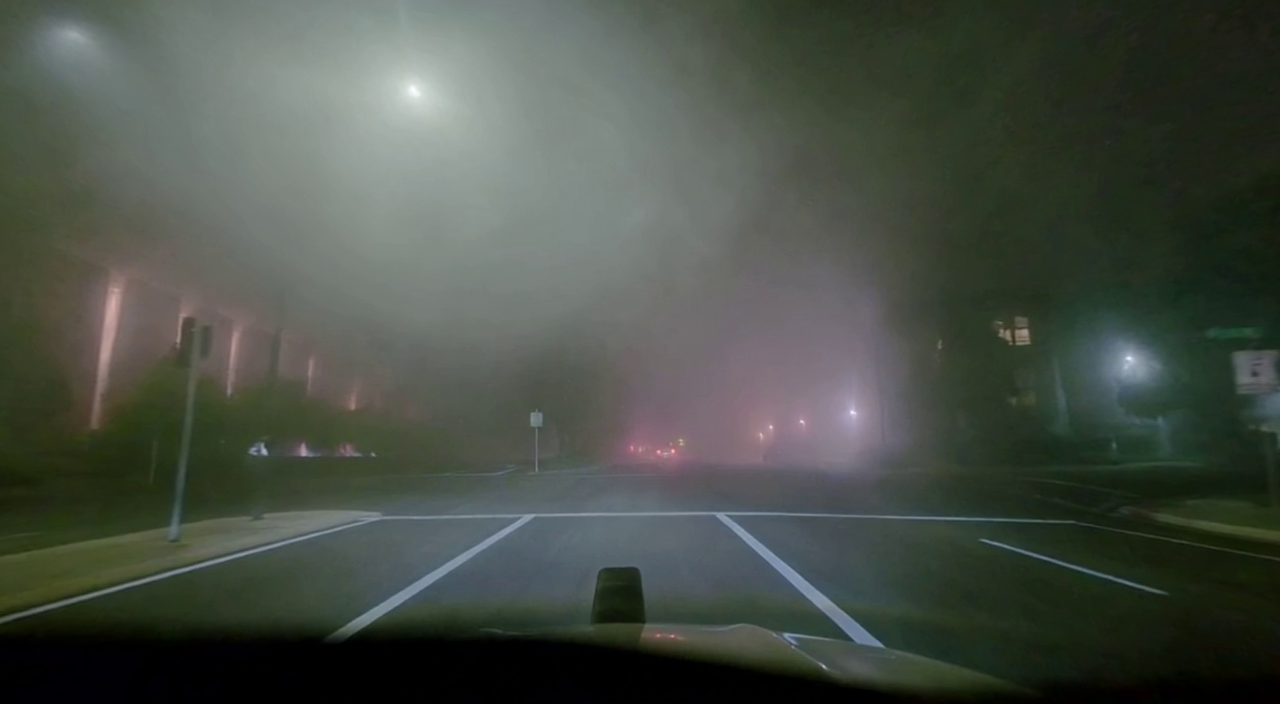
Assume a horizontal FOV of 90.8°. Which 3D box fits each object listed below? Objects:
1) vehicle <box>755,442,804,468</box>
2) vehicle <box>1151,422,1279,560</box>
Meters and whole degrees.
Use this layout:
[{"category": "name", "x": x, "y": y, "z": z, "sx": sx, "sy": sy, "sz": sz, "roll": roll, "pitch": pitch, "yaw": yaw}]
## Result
[{"category": "vehicle", "x": 10.001, "y": 7.393, "z": 45.581, "sx": 2.065, "sy": 1.732, "sz": 5.036, "roll": 1, "pitch": -9, "yaw": -4}, {"category": "vehicle", "x": 9.345, "y": 1.736, "z": 7.762, "sx": 2.059, "sy": 1.768, "sz": 4.737, "roll": 0, "pitch": -9, "yaw": -1}]
